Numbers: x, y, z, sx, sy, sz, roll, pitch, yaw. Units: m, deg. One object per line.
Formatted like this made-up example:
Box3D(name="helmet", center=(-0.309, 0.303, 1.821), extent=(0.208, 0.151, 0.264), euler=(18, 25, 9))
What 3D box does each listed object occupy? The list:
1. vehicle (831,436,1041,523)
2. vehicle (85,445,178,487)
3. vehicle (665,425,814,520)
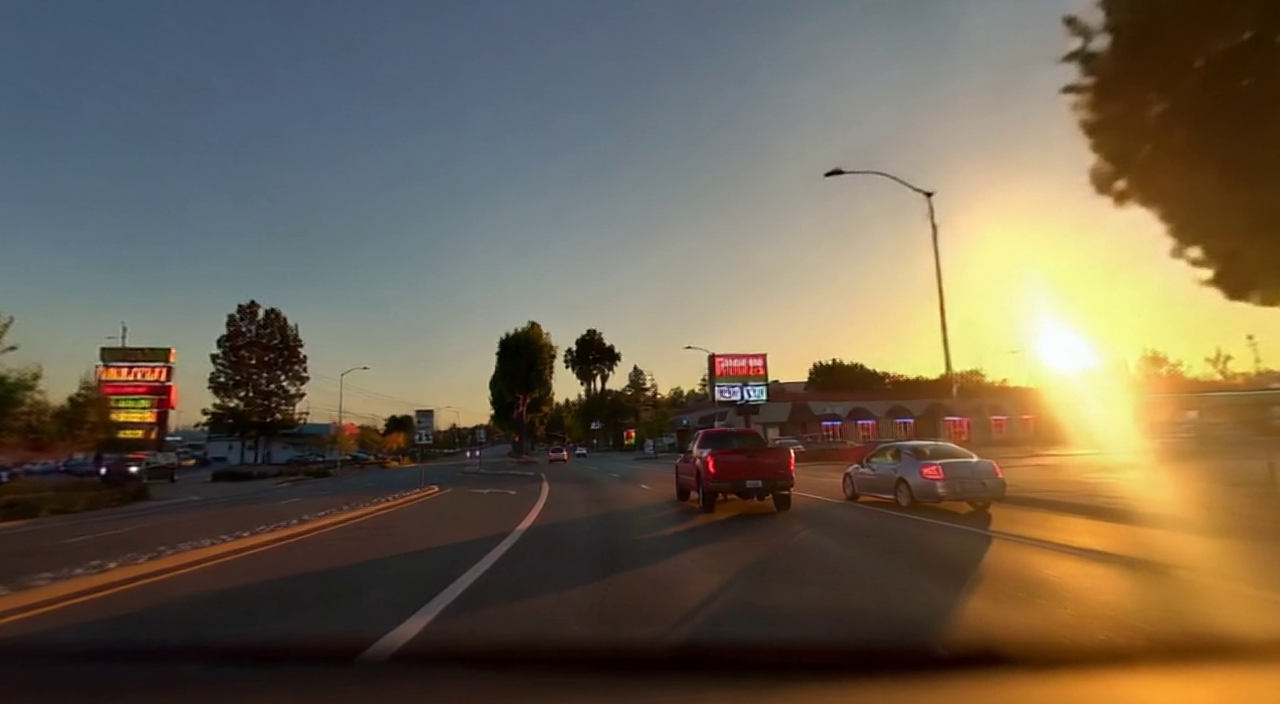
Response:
Box3D(name="vehicle", center=(5.791, 2.522, 13.105), extent=(1.986, 1.480, 4.296), euler=(0, -9, -5))
Box3D(name="vehicle", center=(-34.162, 7.610, 42.704), extent=(2.217, 2.629, 5.839), euler=(1, -9, -11))
Box3D(name="vehicle", center=(1.976, 2.637, 14.457), extent=(2.214, 1.749, 4.998), euler=(0, -9, -5))
